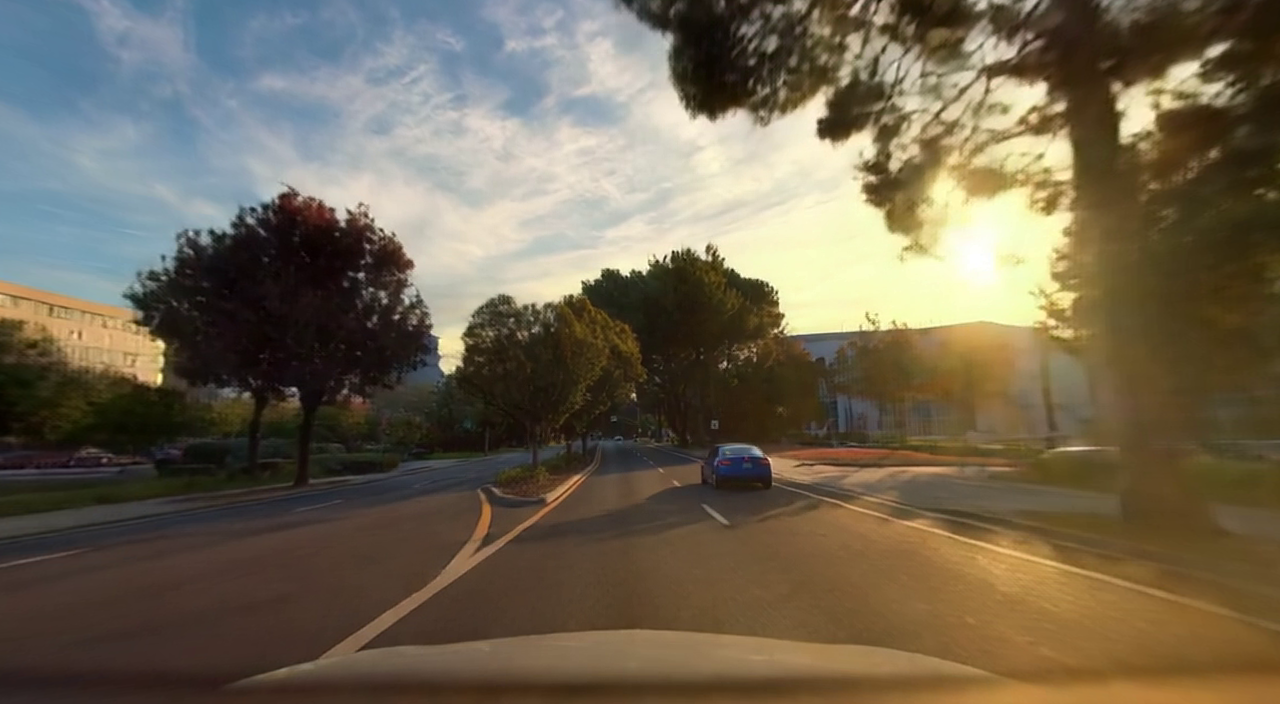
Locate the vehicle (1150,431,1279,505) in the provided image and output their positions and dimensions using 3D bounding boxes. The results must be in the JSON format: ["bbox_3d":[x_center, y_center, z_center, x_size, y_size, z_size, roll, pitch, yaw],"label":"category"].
[{"bbox_3d":[19.983,3.458,19.492,6.229,1.865,2.595,-4,-15,-6],"label":"vehicle"}]

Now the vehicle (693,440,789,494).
[{"bbox_3d":[3.031,3.568,20.031,2.114,1.493,4.430,0,-9,-3],"label":"vehicle"}]

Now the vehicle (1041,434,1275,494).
[{"bbox_3d":[20.436,4.447,25.245,6.861,1.821,2.768,-3,-9,-1],"label":"vehicle"}]
